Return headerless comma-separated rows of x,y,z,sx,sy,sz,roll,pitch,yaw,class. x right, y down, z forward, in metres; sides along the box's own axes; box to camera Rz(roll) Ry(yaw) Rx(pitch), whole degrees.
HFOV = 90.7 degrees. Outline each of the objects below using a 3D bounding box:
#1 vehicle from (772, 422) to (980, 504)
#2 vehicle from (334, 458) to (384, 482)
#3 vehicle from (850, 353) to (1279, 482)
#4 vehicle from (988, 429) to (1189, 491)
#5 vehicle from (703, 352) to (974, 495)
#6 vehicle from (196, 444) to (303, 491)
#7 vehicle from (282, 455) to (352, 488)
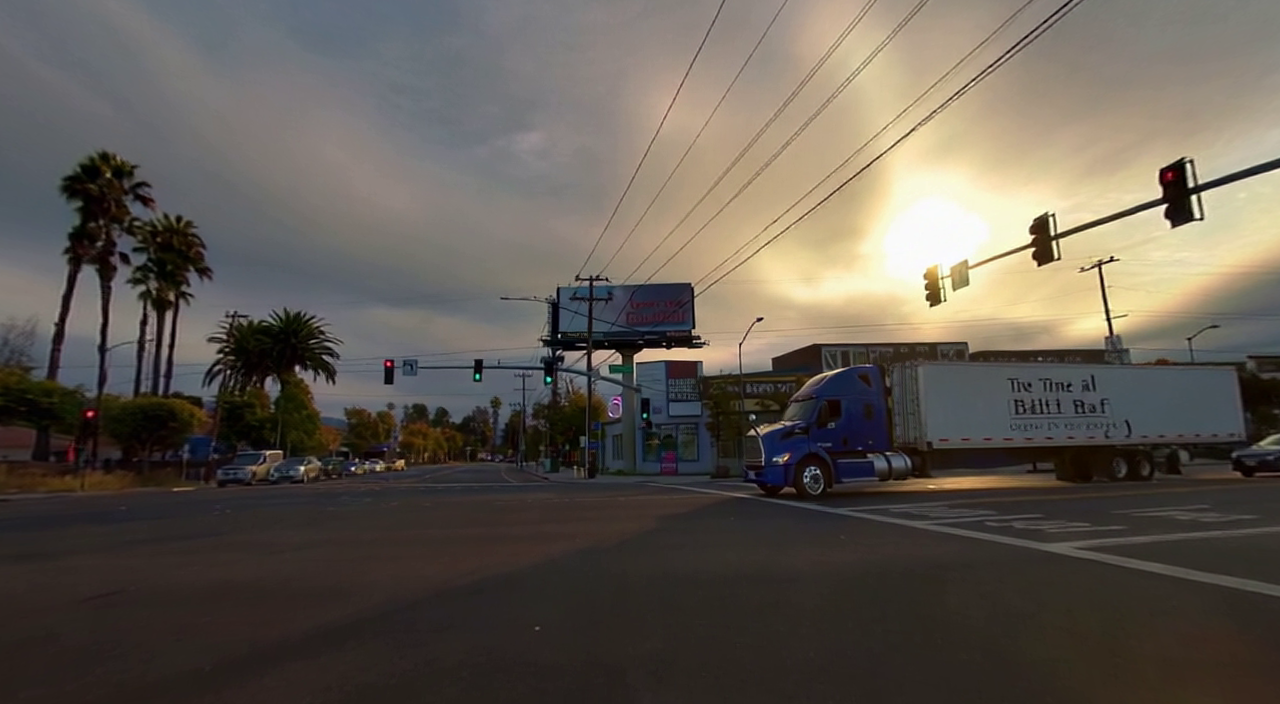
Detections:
6.745,3.198,18.354,5.079,1.893,2.200,-2,-10,-12,vehicle
-20.259,8.518,45.880,1.834,1.521,4.970,1,-9,-6,vehicle
16.504,2.508,23.624,17.071,4.151,2.876,1,-9,-12,vehicle
13.715,3.301,19.481,4.958,1.510,1.949,-2,-10,-10,vehicle
6.551,2.465,21.596,8.167,4.352,3.029,1,-9,-11,vehicle
-23.560,6.957,38.657,2.989,2.573,6.053,0,-9,-5,vehicle
-19.117,7.035,37.712,2.028,1.744,4.876,1,-9,-6,vehicle
